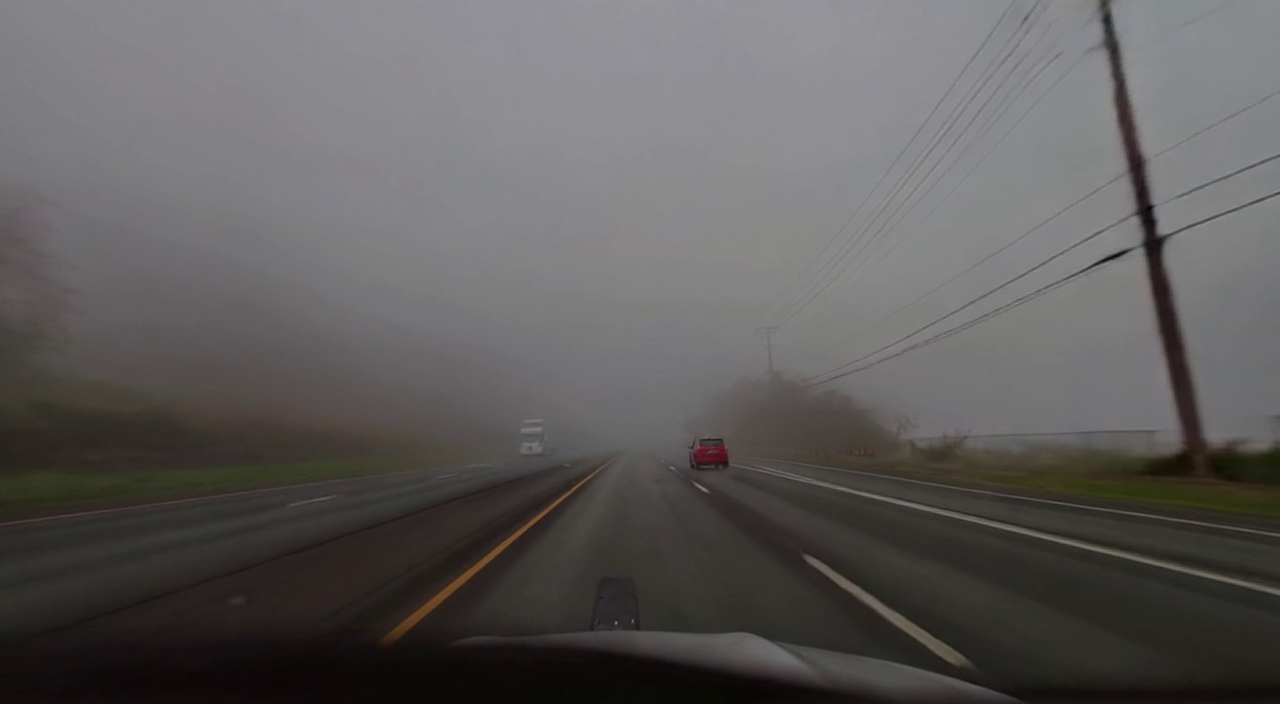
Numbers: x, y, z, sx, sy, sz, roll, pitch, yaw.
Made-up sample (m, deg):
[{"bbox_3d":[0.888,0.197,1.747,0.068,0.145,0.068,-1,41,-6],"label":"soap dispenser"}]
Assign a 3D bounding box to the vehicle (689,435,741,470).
[{"bbox_3d":[3.640,4.967,31.335,1.977,1.581,4.428,0,-8,0],"label":"vehicle"}]
